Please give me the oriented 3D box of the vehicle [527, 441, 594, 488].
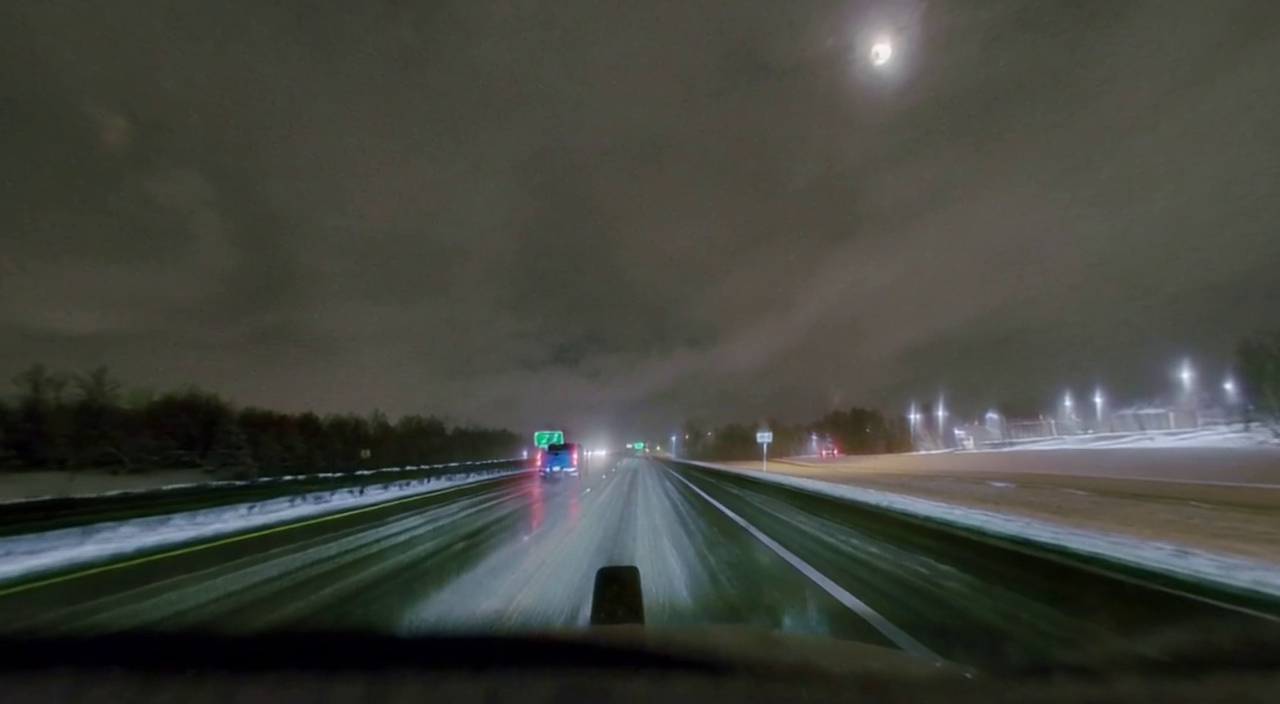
[{"bbox_3d":[-3.179,4.616,26.096,2.152,1.717,4.423,0,-9,1],"label":"vehicle"}]
